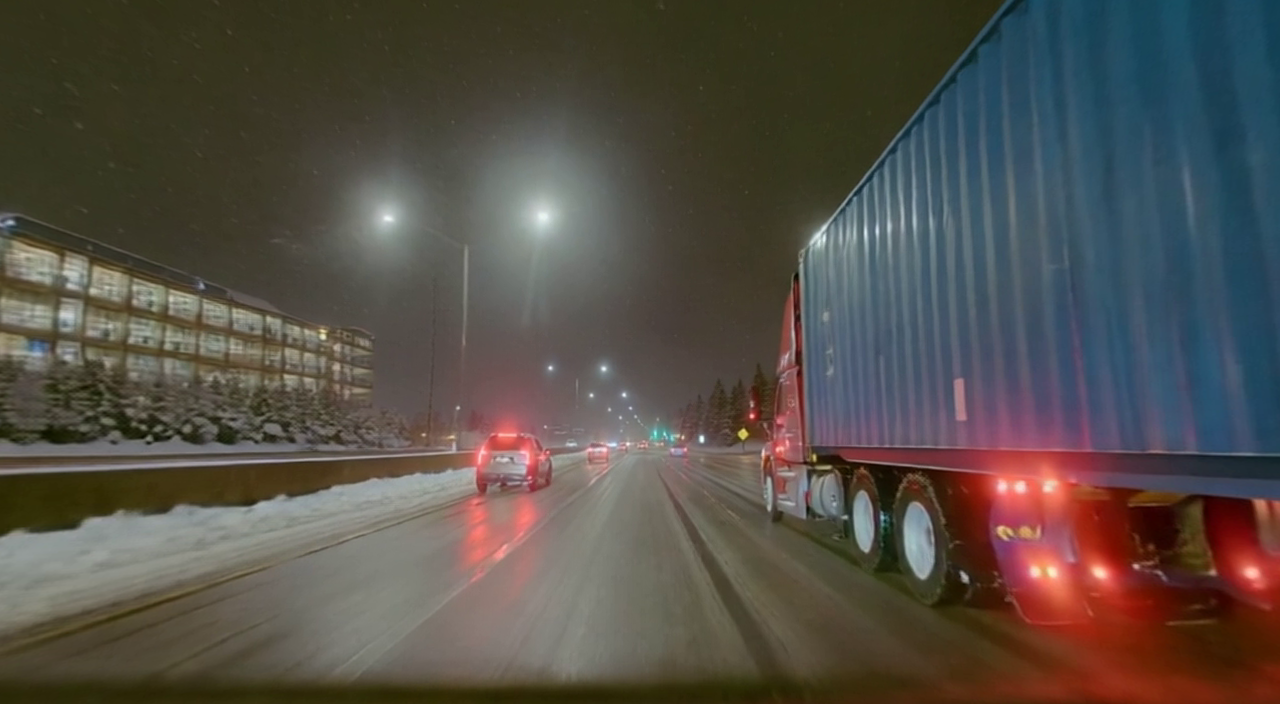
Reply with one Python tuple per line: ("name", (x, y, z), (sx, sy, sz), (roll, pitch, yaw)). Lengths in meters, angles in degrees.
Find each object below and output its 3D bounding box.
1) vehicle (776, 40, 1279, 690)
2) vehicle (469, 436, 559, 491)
("vehicle", (3.684, 0.417, 6.801), (3.089, 3.779, 6.420), (0, -9, 2))
("vehicle", (-3.783, 3.427, 19.702), (1.954, 1.528, 4.010), (0, -9, 0))
